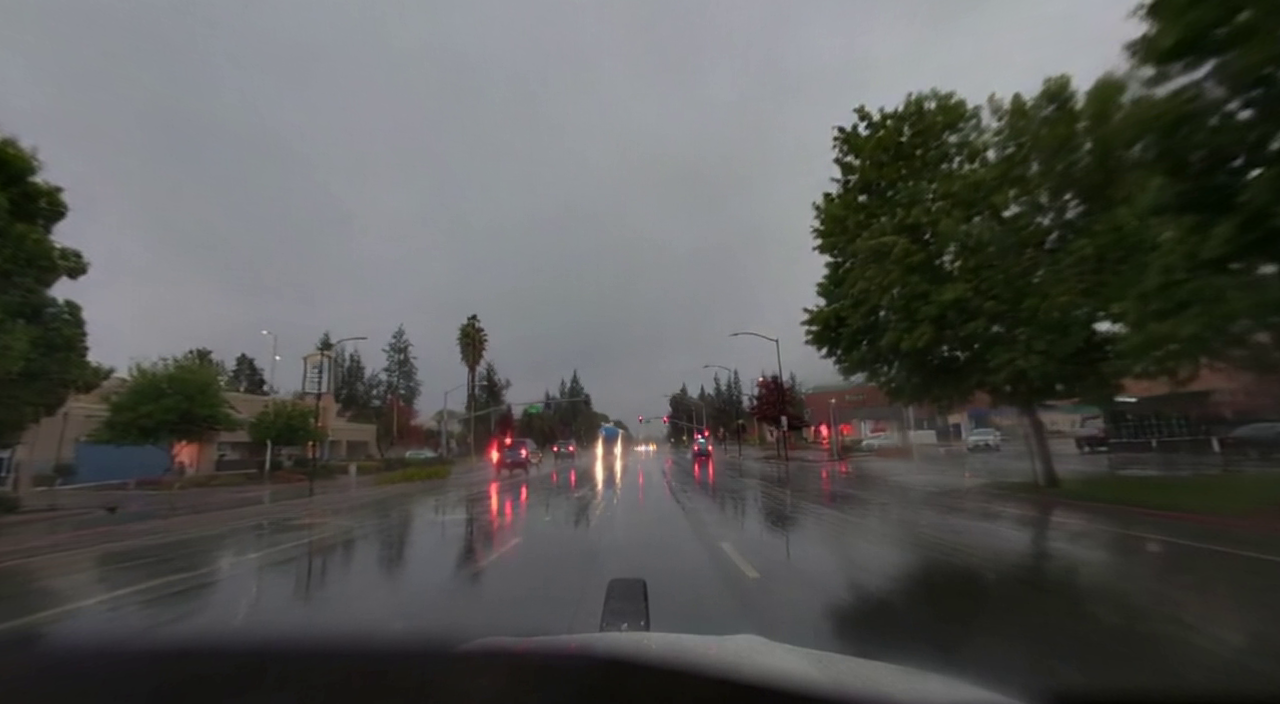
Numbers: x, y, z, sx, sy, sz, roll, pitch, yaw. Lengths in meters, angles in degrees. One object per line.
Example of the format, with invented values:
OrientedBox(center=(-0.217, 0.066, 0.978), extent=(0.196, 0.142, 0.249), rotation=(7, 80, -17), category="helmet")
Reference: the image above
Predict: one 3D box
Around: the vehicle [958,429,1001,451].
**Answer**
OrientedBox(center=(23.854, 6.213, 44.214), extent=(1.924, 1.467, 4.572), rotation=(-7, -11, 36), category="vehicle")

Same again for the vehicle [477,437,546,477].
OrientedBox(center=(-6.001, 4.969, 30.010), extent=(2.179, 1.750, 4.621), rotation=(0, -9, 2), category="vehicle")

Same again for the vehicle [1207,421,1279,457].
OrientedBox(center=(26.938, 3.699, 26.785), extent=(1.796, 1.453, 4.296), rotation=(-1, -9, 3), category="vehicle")

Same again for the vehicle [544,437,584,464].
OrientedBox(center=(-5.901, 7.805, 49.837), extent=(2.375, 1.989, 5.497), rotation=(0, -9, 1), category="vehicle")
